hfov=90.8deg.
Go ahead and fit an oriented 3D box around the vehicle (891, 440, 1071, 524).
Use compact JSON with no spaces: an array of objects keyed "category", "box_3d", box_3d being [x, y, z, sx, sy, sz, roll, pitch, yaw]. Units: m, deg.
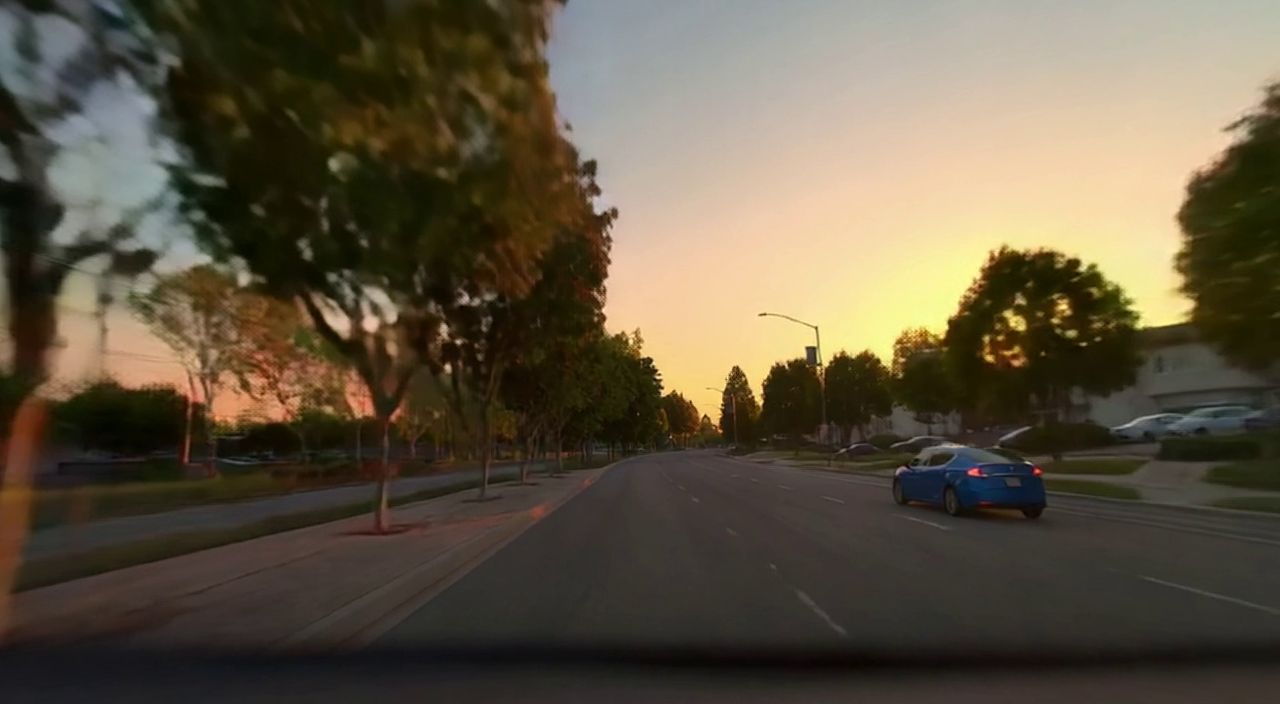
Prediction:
[{"category":"vehicle","box_3d":[6.908,2.637,13.259,1.797,1.518,3.433,0,-9,0]}]
